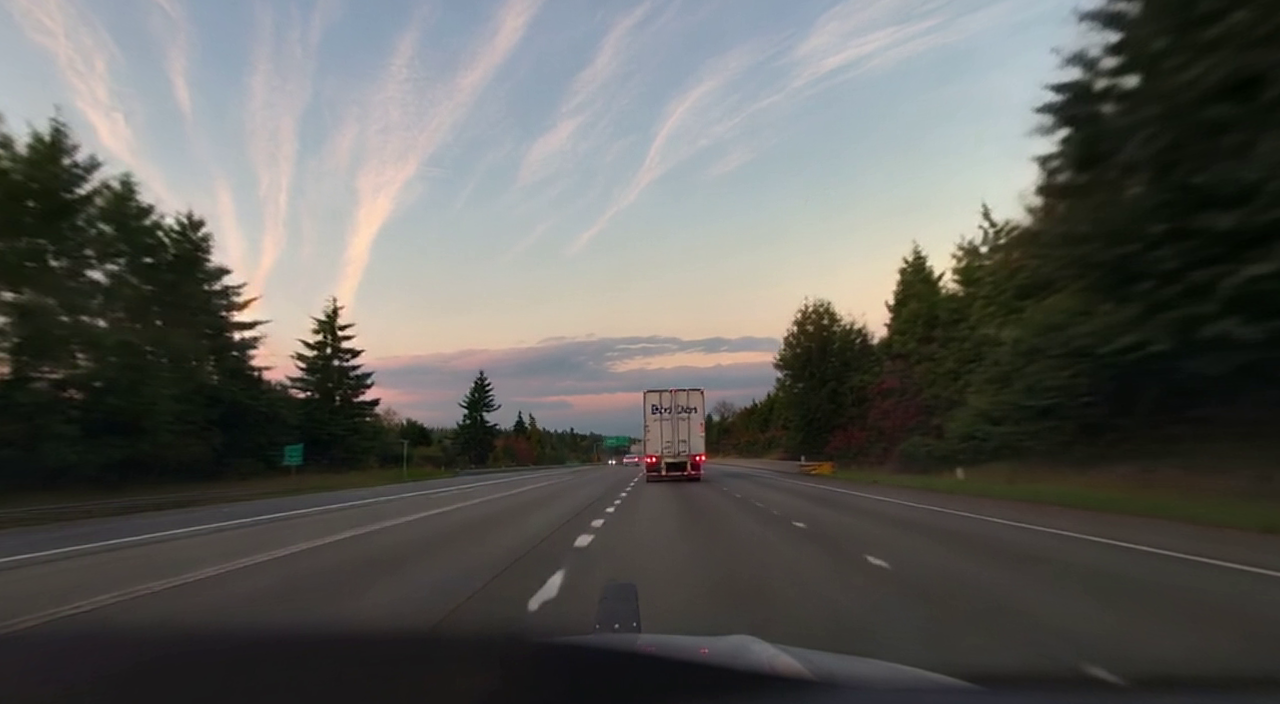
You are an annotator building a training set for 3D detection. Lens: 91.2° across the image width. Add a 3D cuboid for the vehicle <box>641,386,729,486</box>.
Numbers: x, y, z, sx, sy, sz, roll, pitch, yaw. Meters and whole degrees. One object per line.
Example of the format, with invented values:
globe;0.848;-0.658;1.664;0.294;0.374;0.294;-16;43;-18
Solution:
vehicle;2.110;4.774;34.428;3.537;4.071;17.399;-1;-9;2
